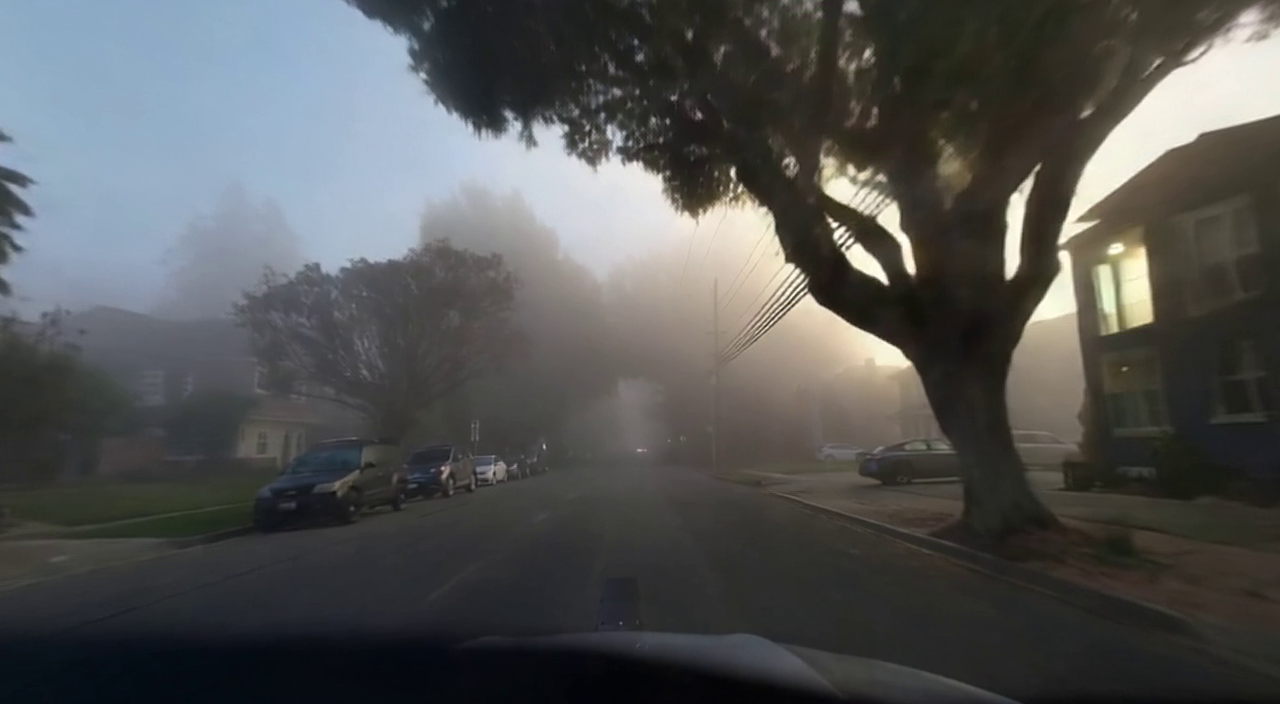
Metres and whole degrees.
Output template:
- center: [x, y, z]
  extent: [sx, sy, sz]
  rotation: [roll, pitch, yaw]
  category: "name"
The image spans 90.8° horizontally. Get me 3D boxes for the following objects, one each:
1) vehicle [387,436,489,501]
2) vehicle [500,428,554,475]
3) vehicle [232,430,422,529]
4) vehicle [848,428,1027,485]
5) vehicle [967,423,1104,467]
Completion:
- center: [-6.491, 3.813, 20.883]
  extent: [1.941, 1.832, 4.666]
  rotation: [-2, -10, -1]
  category: "vehicle"
- center: [-7.053, 6.321, 40.104]
  extent: [2.439, 2.724, 5.647]
  rotation: [-1, -10, -1]
  category: "vehicle"
- center: [-6.691, 2.777, 14.220]
  extent: [1.922, 1.801, 4.516]
  rotation: [-2, -9, 1]
  category: "vehicle"
- center: [9.801, 3.475, 21.115]
  extent: [4.979, 1.769, 1.943]
  rotation: [0, -9, -1]
  category: "vehicle"
- center: [19.136, 4.564, 30.731]
  extent: [5.215, 1.910, 2.031]
  rotation: [-1, -10, -3]
  category: "vehicle"
